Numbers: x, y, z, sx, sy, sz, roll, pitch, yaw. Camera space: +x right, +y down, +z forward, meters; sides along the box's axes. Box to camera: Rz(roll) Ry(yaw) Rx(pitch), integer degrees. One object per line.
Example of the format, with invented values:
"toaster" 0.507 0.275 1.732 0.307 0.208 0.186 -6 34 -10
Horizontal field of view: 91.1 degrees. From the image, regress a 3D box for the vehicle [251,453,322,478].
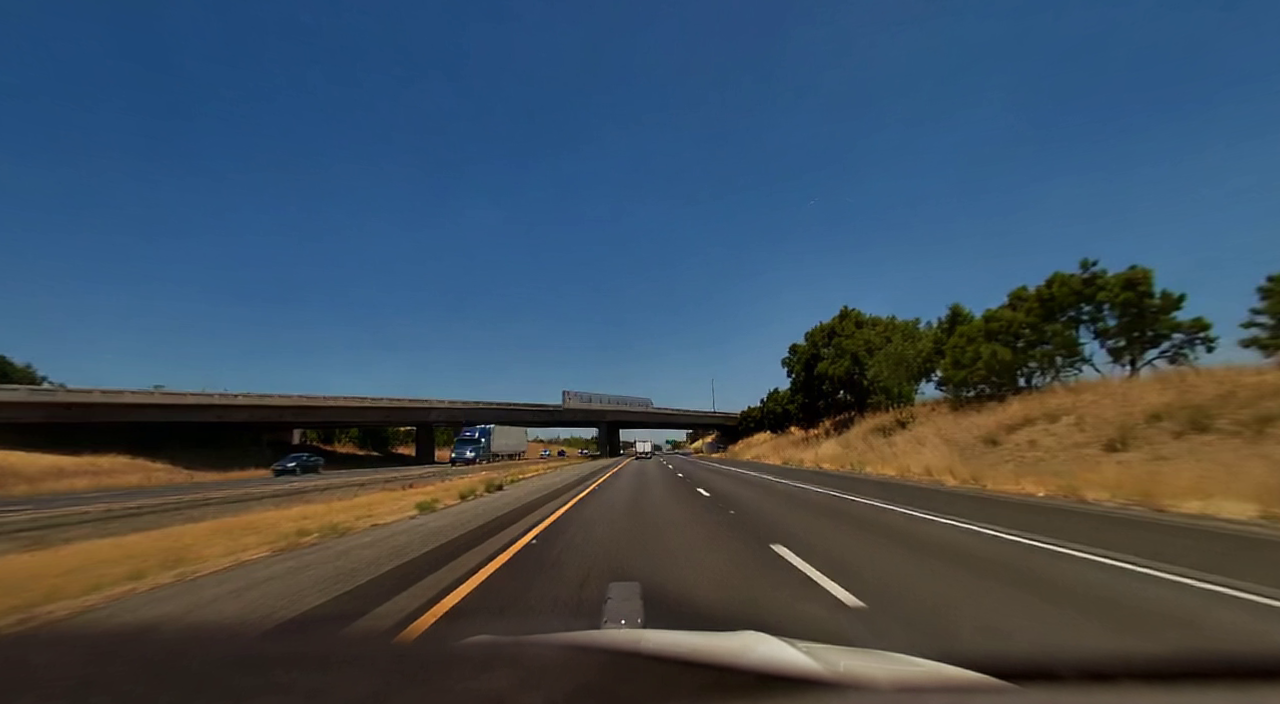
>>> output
"vehicle" -23.626 7.574 42.161 1.941 1.485 4.816 0 -8 0
